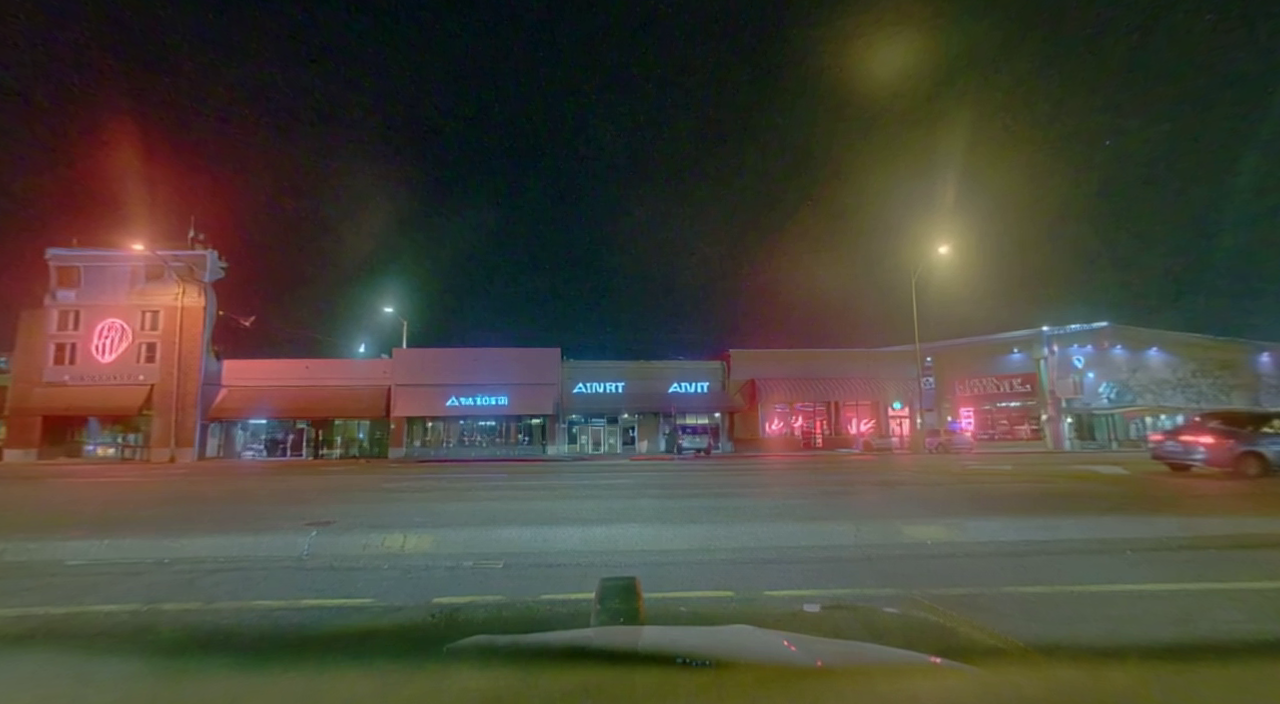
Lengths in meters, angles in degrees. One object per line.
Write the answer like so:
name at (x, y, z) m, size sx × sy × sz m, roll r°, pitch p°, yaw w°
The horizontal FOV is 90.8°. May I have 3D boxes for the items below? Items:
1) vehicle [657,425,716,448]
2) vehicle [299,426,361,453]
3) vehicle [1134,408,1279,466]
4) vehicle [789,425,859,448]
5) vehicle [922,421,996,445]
vehicle at (3.105, 5.808, 43.273) m, size 1.812 × 1.468 × 4.519 m, roll 5°, pitch -10°, yaw -29°
vehicle at (-20.472, 5.794, 41.687) m, size 4.596 × 1.680 × 1.936 m, roll -7°, pitch -11°, yaw 40°
vehicle at (16.275, 2.250, 16.661) m, size 4.907 × 1.411 × 2.020 m, roll 1°, pitch -8°, yaw -4°
vehicle at (12.490, 5.842, 43.249) m, size 1.791 × 1.453 × 4.593 m, roll 5°, pitch -10°, yaw -29°
vehicle at (25.126, 6.400, 49.826) m, size 4.838 × 1.799 × 1.914 m, roll -7°, pitch -11°, yaw 38°
